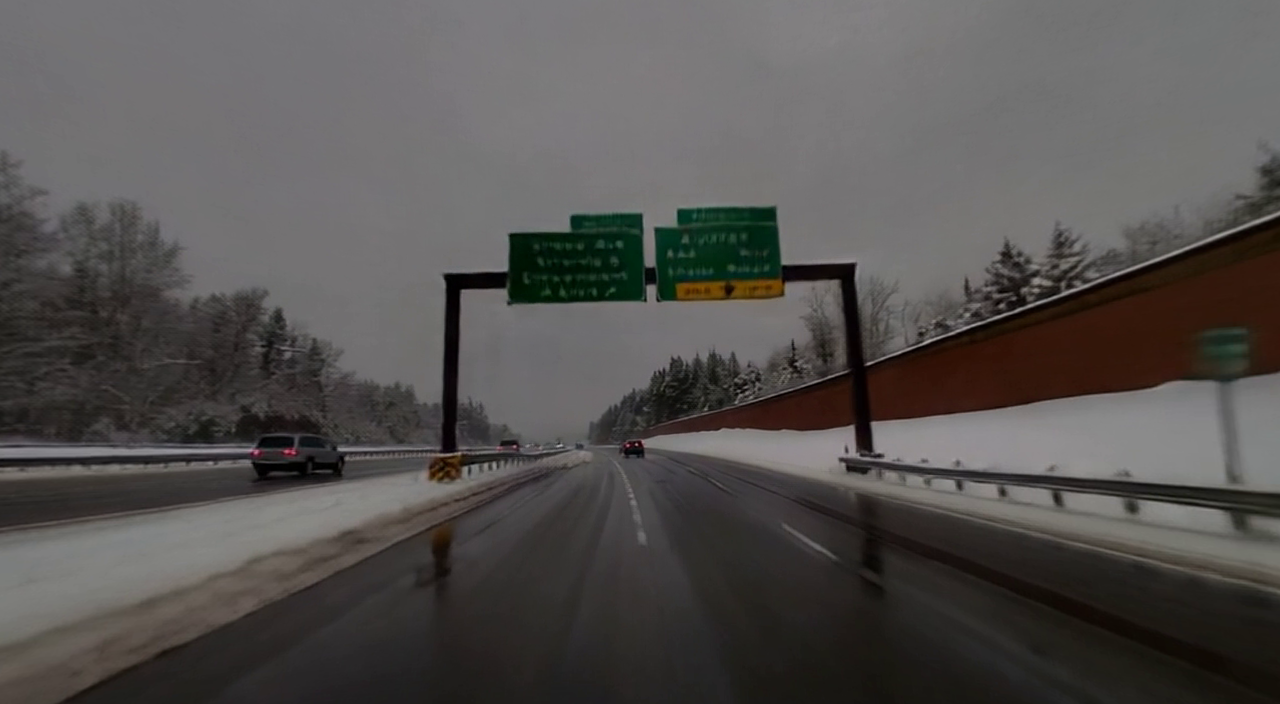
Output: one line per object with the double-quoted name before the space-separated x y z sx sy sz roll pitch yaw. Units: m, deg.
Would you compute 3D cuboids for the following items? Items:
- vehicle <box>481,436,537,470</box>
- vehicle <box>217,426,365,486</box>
"vehicle" -7.097 5.517 34.645 2.151 1.707 4.759 1 -9 -2
"vehicle" -10.651 3.224 19.719 2.025 1.618 4.683 1 -9 -2
